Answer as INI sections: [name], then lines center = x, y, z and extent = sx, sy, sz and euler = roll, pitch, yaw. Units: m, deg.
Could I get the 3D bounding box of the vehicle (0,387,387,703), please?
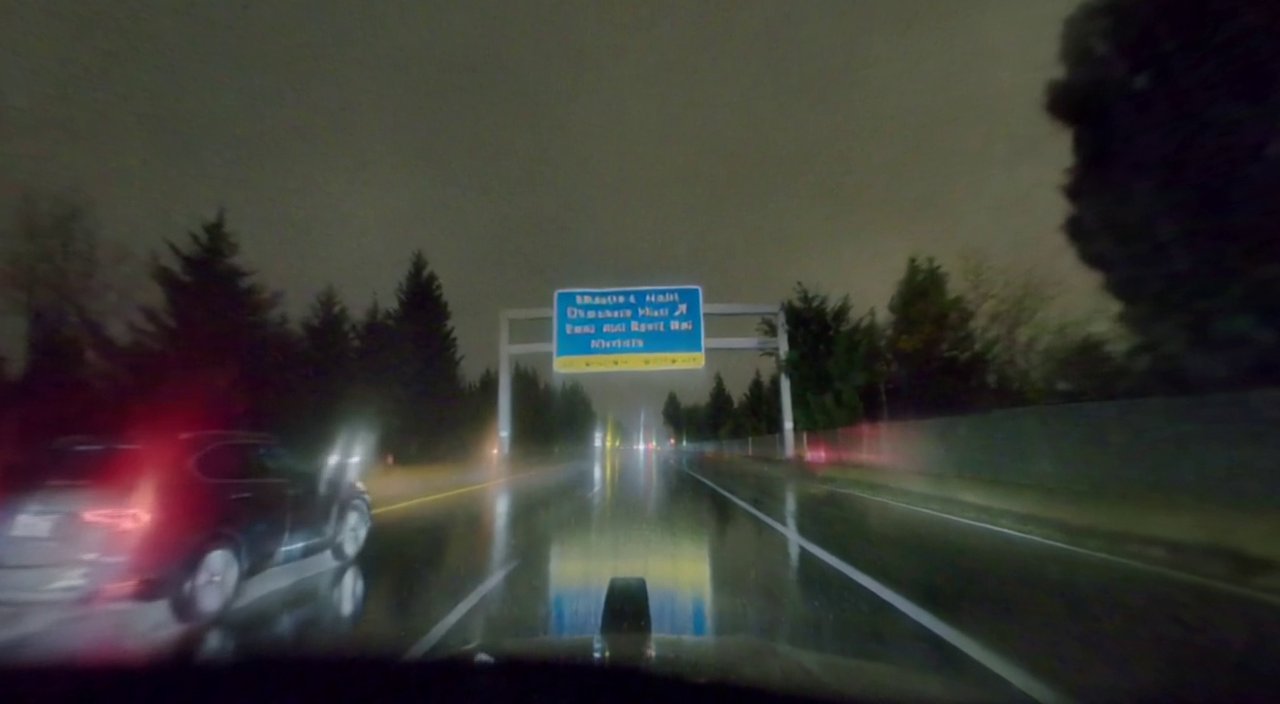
[vehicle]
center = -3.833, 1.212, 4.693
extent = 2.051, 1.531, 4.250
euler = 0, -8, 1
